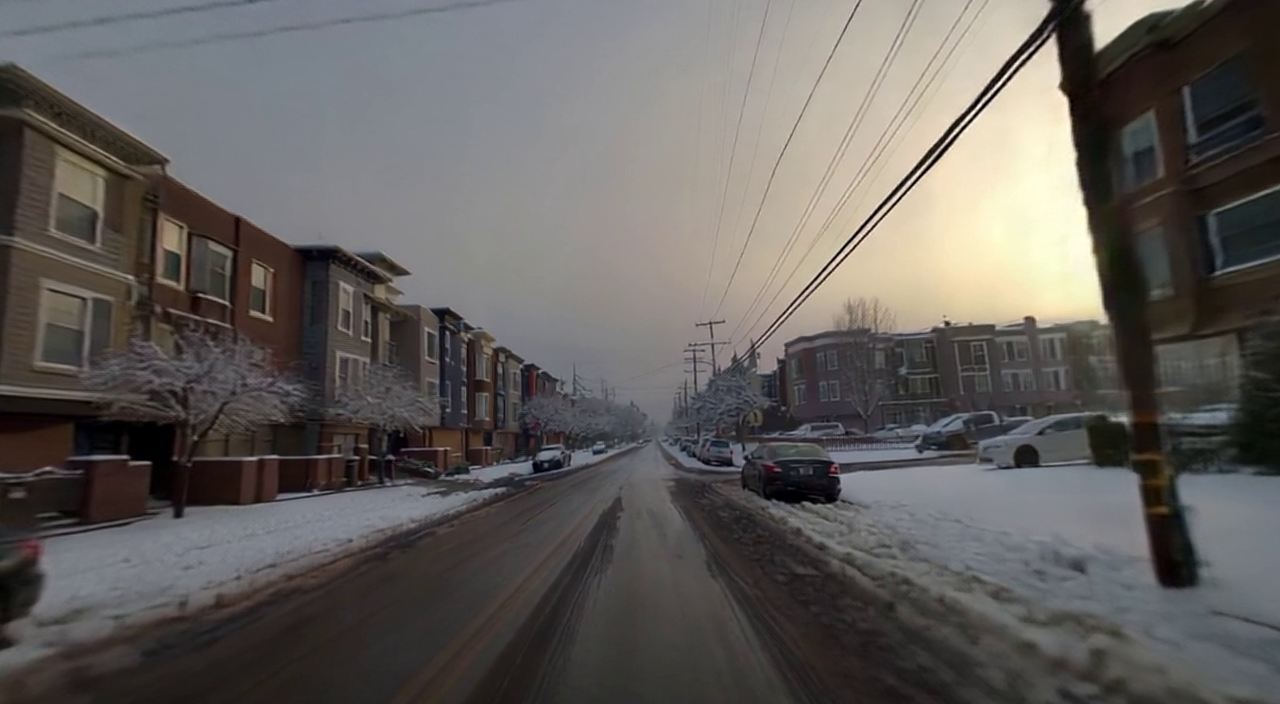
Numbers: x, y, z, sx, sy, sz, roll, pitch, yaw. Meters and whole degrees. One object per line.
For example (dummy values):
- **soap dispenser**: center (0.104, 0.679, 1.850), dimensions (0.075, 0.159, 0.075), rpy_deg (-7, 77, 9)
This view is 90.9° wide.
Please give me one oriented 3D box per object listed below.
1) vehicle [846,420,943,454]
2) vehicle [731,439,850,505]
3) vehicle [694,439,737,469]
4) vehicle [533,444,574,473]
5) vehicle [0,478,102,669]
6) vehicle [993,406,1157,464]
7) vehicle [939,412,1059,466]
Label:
- **vehicle**: center (13.575, 4.593, 33.974), dimensions (1.897, 1.659, 4.648), rpy_deg (4, -9, -28)
- **vehicle**: center (3.702, 3.014, 16.473), dimensions (1.928, 1.440, 4.738), rpy_deg (0, -8, 0)
- **vehicle**: center (4.177, 5.703, 35.464), dimensions (1.914, 1.591, 3.892), rpy_deg (0, -8, 0)
- **vehicle**: center (-5.416, 6.680, 39.949), dimensions (1.913, 1.672, 4.267), rpy_deg (-1, -8, 2)
- **vehicle**: center (-6.070, 1.599, 3.615), dimensions (1.863, 1.449, 4.536), rpy_deg (-1, -8, 2)
- **vehicle**: center (13.032, 2.566, 19.333), dimensions (1.997, 1.546, 4.370), rpy_deg (-1, -8, 2)
- **vehicle**: center (10.821, 2.662, 19.328), dimensions (1.801, 1.491, 3.488), rpy_deg (-1, -8, 4)
